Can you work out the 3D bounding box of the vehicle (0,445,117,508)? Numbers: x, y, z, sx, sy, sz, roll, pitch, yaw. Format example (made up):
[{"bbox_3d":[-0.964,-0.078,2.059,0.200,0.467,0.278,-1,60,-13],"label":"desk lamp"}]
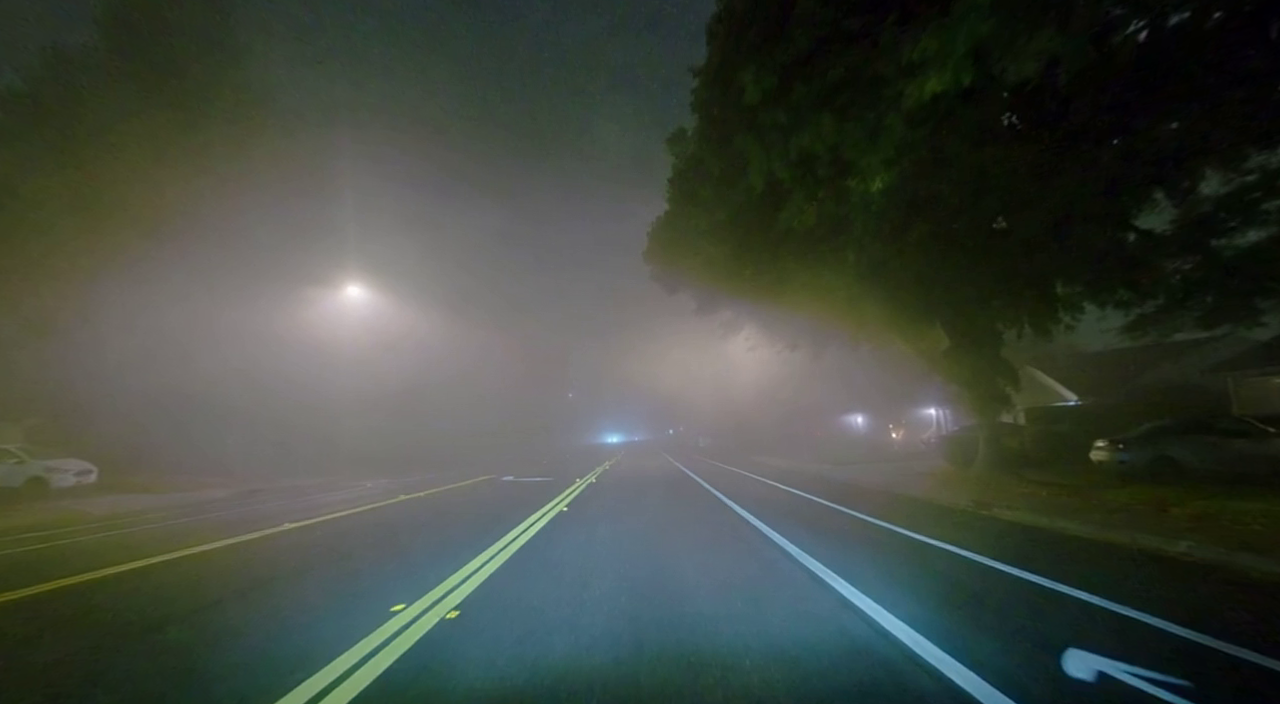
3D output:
[{"bbox_3d":[-20.991,4.019,20.645,5.505,1.914,2.396,0,-8,0],"label":"vehicle"}]

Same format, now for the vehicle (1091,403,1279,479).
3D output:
[{"bbox_3d":[12.967,1.883,13.452,2.066,1.474,4.892,4,-11,-39],"label":"vehicle"}]
